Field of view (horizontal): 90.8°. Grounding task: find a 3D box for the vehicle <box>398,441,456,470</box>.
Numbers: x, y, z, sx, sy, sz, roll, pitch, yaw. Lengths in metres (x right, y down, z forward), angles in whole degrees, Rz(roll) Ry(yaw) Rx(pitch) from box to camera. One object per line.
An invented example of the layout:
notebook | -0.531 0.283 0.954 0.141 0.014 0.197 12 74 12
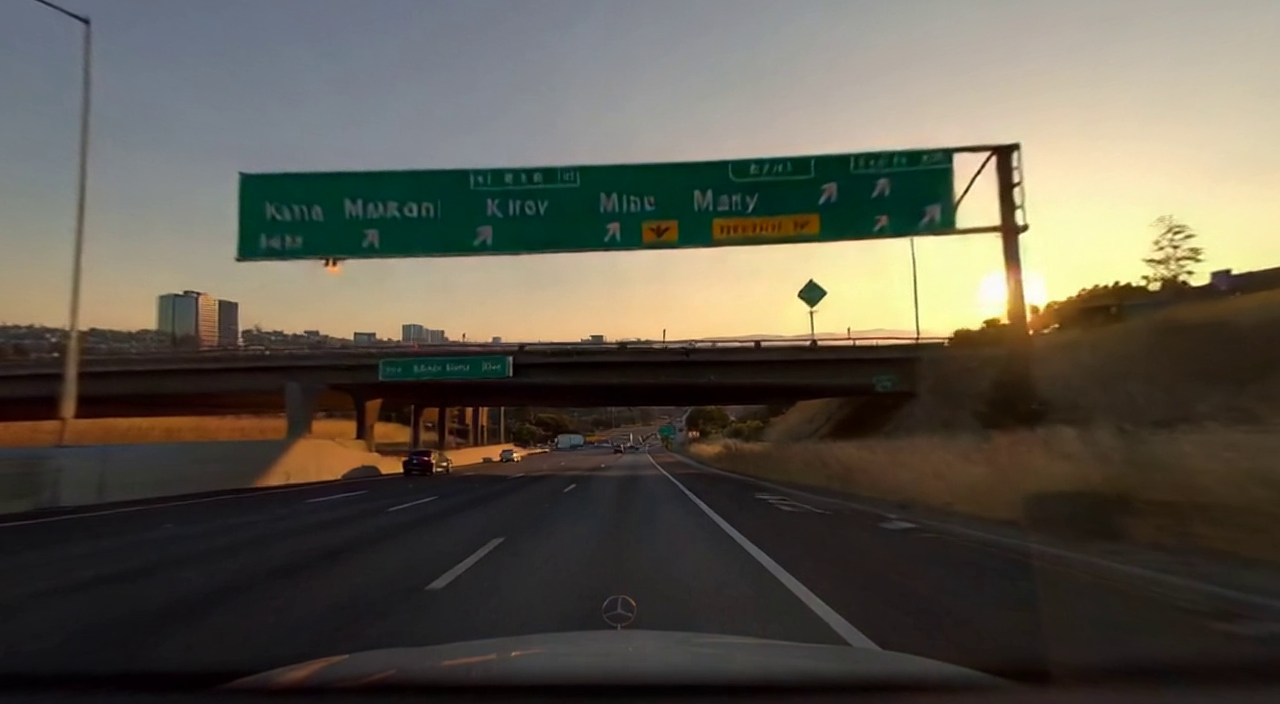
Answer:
vehicle | -14.231 6.951 42.562 2.049 1.792 5.177 0 -9 0
